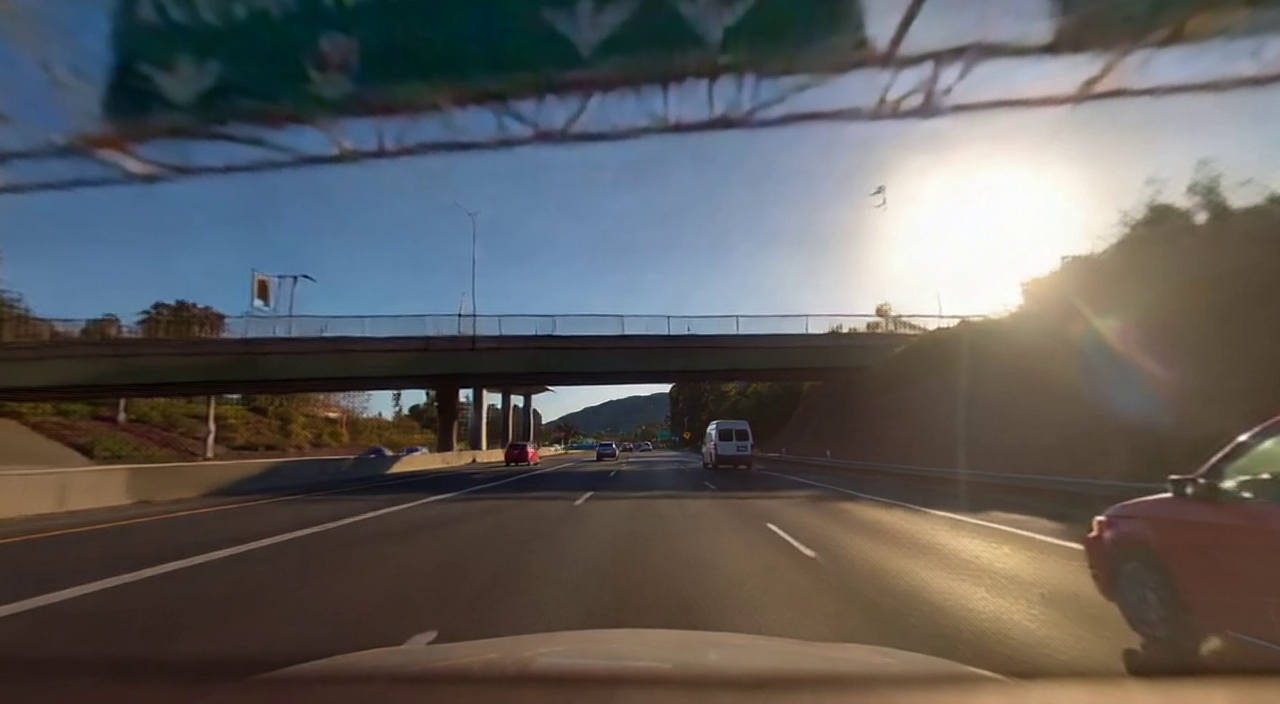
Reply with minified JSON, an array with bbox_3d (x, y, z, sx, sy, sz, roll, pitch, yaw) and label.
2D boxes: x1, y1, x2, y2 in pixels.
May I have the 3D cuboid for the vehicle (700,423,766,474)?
[{"bbox_3d":[4.381,4.669,30.614,2.347,2.234,5.352,0,-8,0],"label":"vehicle"}]

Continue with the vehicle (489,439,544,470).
[{"bbox_3d":[-6.943,5.798,35.943,2.068,1.632,4.623,-1,-8,1],"label":"vehicle"}]

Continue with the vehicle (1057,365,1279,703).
[{"bbox_3d":[4.173,0.808,2.391,2.100,1.690,4.536,0,-8,1],"label":"vehicle"}]
